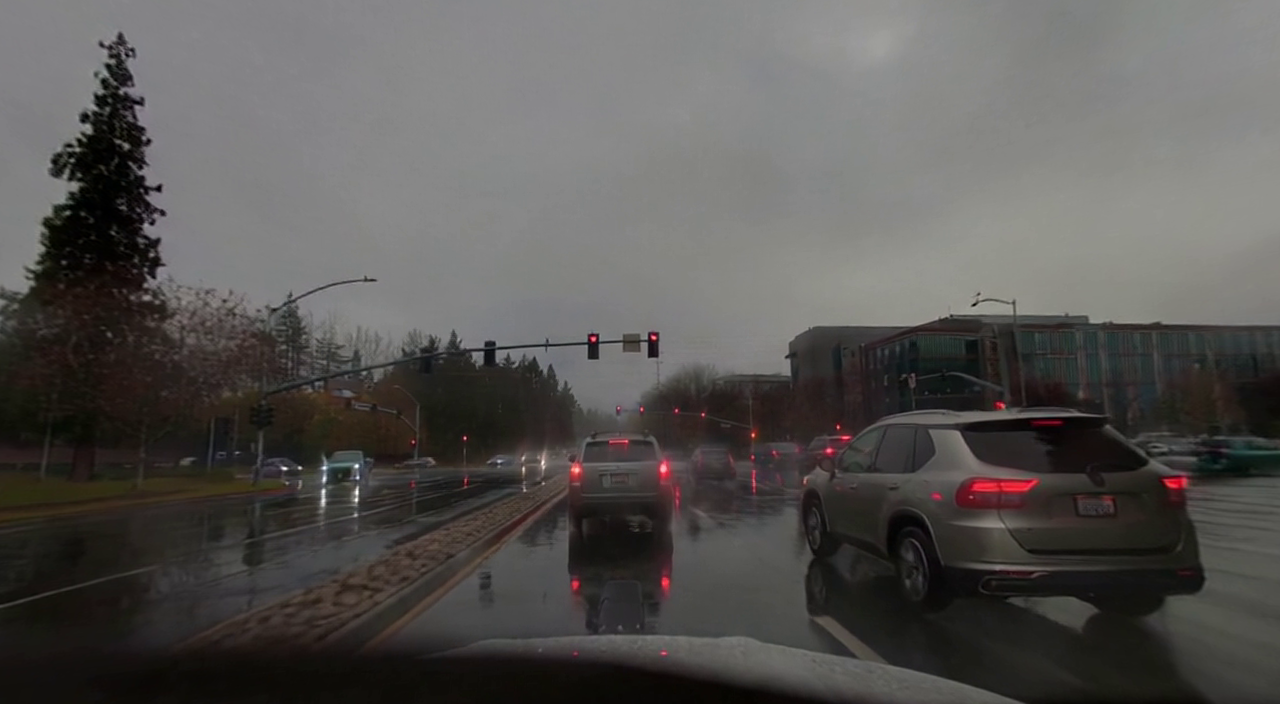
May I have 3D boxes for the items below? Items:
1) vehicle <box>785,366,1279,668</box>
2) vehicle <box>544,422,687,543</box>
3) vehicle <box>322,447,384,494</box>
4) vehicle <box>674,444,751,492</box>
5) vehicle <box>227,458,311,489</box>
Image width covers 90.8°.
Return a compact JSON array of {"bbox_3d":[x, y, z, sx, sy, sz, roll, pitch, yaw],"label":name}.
[{"bbox_3d":[3.096,1.305,6.064,2.228,1.798,4.370,0,-9,-2],"label":"vehicle"},{"bbox_3d":[-0.388,2.172,11.151,2.039,1.698,4.144,0,-9,-1],"label":"vehicle"},{"bbox_3d":[-13.540,5.475,29.672,2.354,1.949,4.905,4,-9,-25],"label":"vehicle"},{"bbox_3d":[2.378,3.927,21.838,1.900,1.459,4.260,0,-9,-3],"label":"vehicle"},{"bbox_3d":[-23.901,7.792,40.690,4.802,1.771,2.060,-4,-9,22],"label":"vehicle"}]
